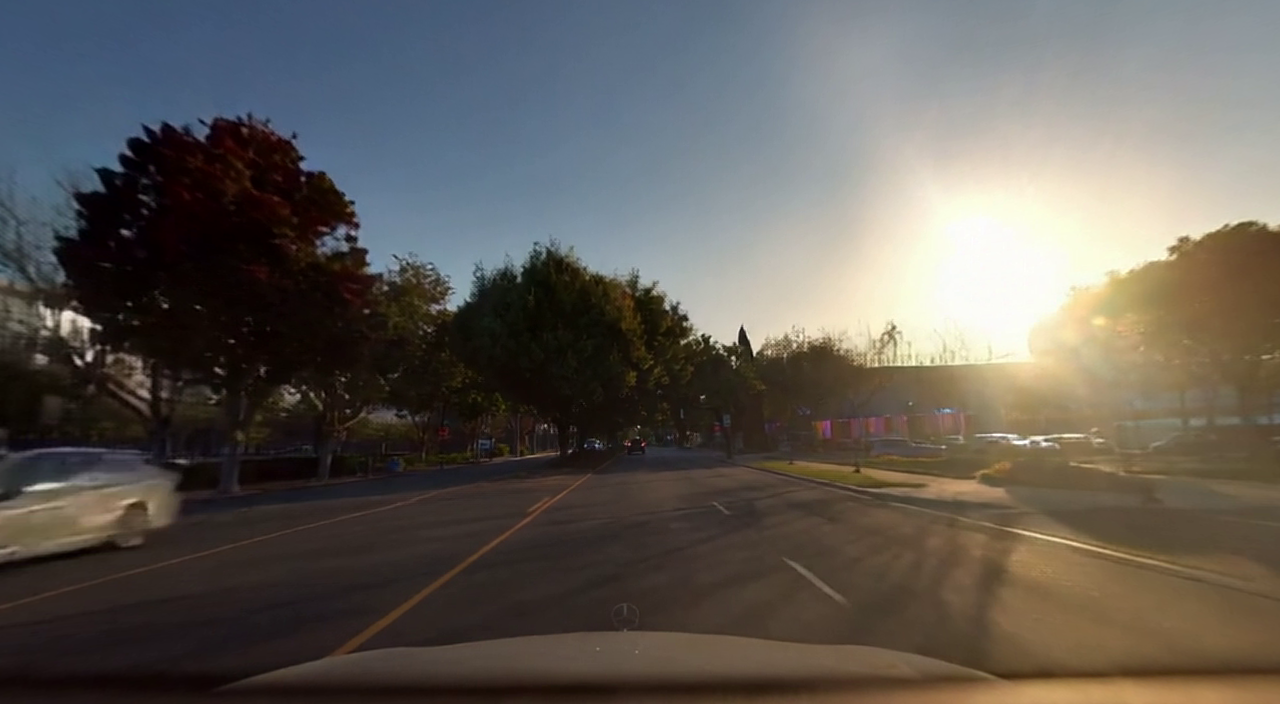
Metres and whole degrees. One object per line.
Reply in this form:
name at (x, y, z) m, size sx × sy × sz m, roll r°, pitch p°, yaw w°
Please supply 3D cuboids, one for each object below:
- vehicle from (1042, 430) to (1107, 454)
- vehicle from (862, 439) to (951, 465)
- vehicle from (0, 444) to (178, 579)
vehicle at (34.224, 7.108, 49.939) m, size 1.843 × 1.774 × 4.626 m, roll 0°, pitch -8°, yaw 0°
vehicle at (16.741, 6.303, 39.855) m, size 4.665 × 1.570 × 2.080 m, roll 0°, pitch -8°, yaw 0°
vehicle at (-8.013, 1.799, 7.225) m, size 1.969 × 1.462 × 4.425 m, roll -1°, pitch -8°, yaw 2°
